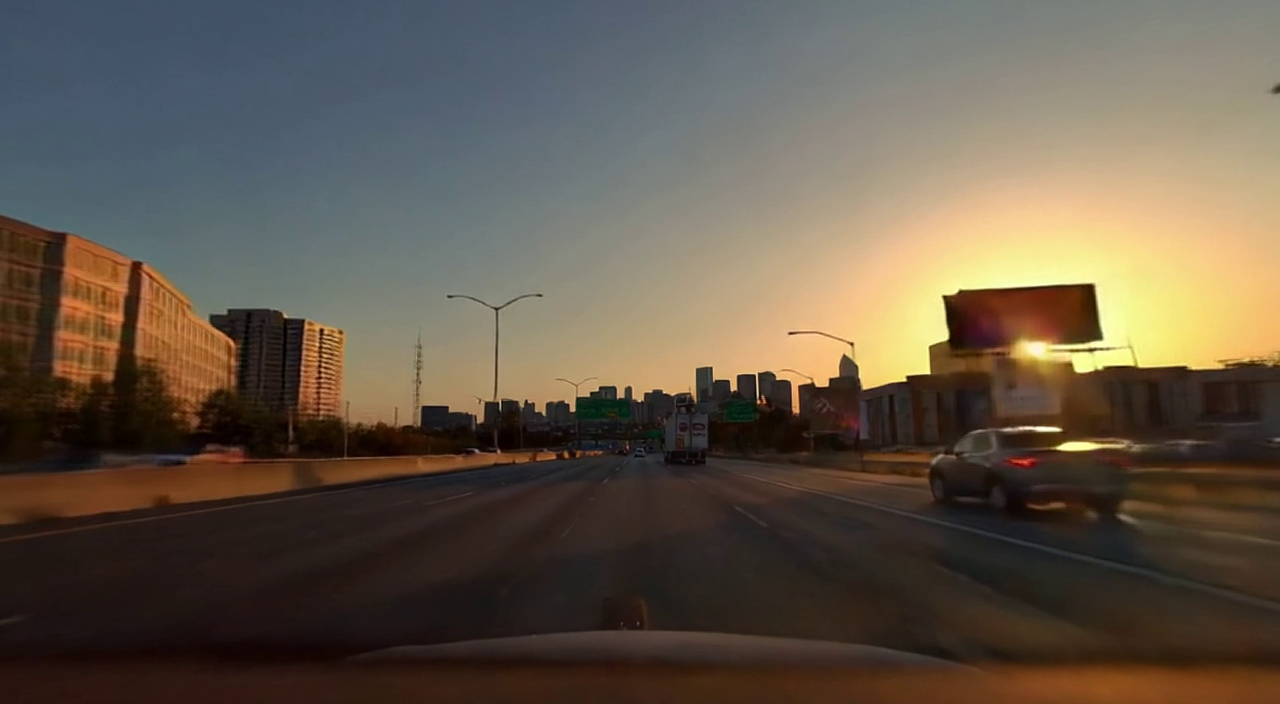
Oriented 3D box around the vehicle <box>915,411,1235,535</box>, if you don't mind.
[{"bbox_3d":[8.062,2.331,12.663,2.544,1.947,5.288,0,-9,-1],"label":"vehicle"}]
